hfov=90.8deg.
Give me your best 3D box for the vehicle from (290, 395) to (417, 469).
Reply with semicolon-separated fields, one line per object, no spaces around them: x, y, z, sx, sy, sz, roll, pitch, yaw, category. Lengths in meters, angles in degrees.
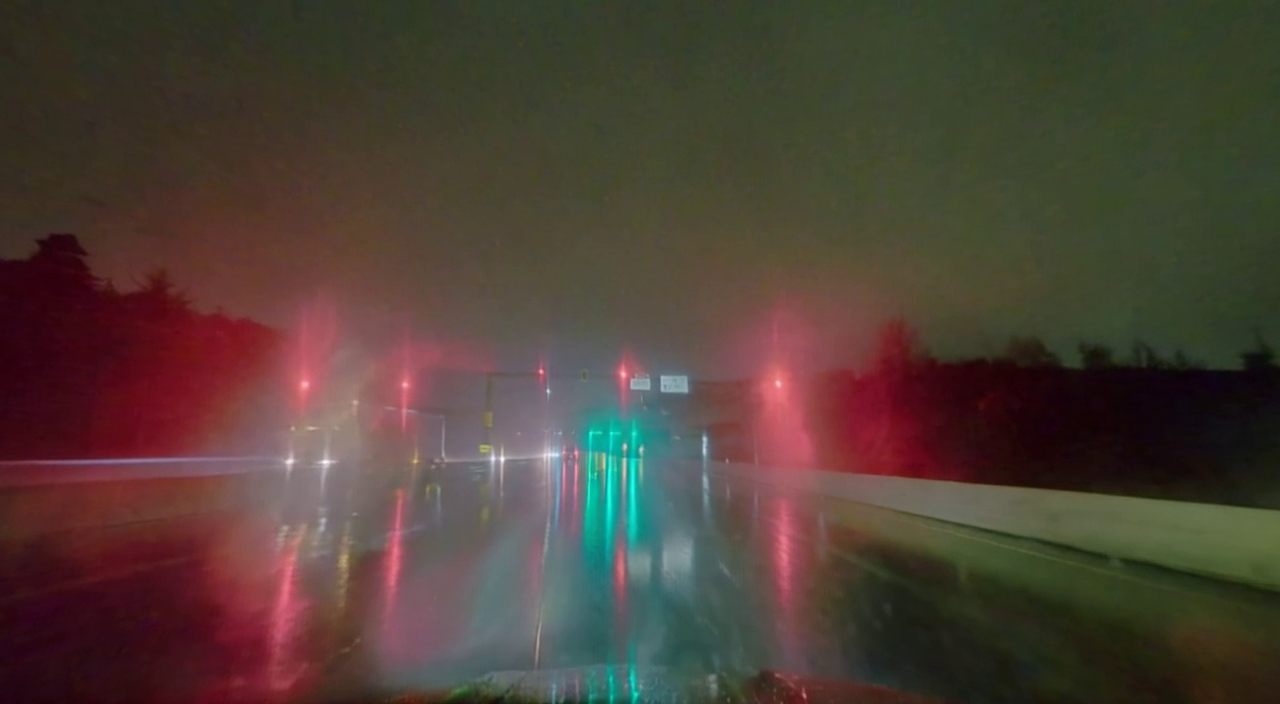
-16.520;4.903;37.584;3.030;3.757;10.391;0;-9;-2;vehicle
